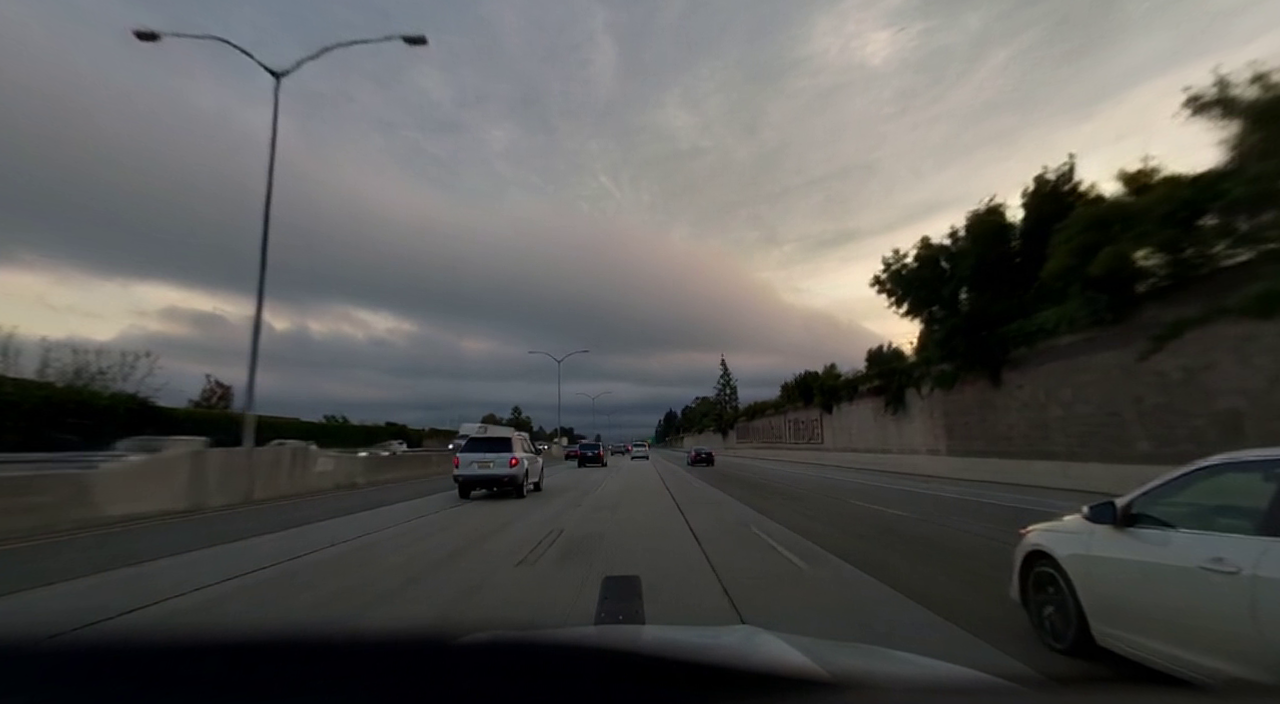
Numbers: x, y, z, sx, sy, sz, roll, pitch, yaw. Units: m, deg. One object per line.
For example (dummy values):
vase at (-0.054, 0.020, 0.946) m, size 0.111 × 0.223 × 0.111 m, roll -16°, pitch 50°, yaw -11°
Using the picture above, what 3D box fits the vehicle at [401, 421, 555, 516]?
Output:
vehicle at (-3.528, 2.681, 15.047) m, size 2.184 × 1.819 × 5.441 m, roll 0°, pitch -9°, yaw 1°

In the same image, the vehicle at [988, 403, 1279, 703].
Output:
vehicle at (3.521, 0.955, 2.224) m, size 1.916 × 1.566 × 4.611 m, roll 0°, pitch -9°, yaw 0°

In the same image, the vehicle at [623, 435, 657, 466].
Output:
vehicle at (-0.016, 7.630, 48.967) m, size 2.485 × 2.215 × 5.199 m, roll 0°, pitch -9°, yaw 0°

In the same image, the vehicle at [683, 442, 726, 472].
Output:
vehicle at (3.945, 6.493, 39.272) m, size 2.224 × 1.752 × 4.487 m, roll 0°, pitch -9°, yaw 0°

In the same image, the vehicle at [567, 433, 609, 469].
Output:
vehicle at (-3.356, 6.539, 41.571) m, size 2.378 × 2.214 × 4.352 m, roll 0°, pitch -9°, yaw 0°
